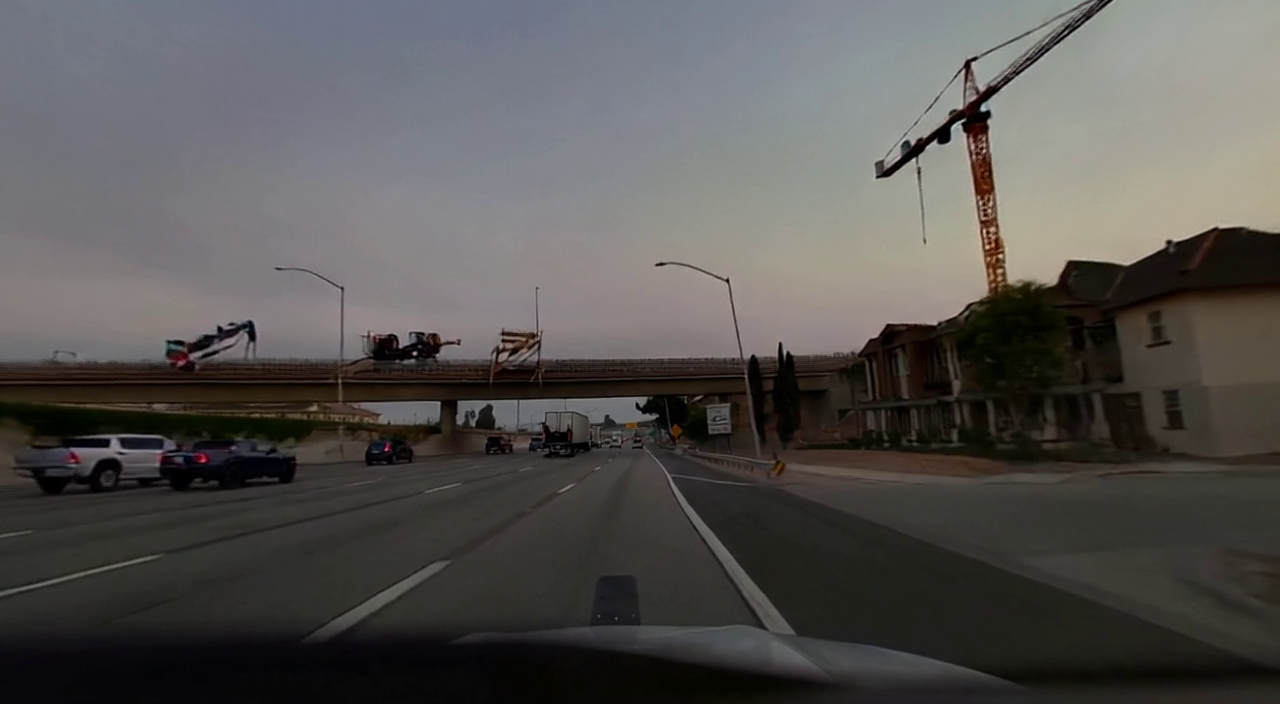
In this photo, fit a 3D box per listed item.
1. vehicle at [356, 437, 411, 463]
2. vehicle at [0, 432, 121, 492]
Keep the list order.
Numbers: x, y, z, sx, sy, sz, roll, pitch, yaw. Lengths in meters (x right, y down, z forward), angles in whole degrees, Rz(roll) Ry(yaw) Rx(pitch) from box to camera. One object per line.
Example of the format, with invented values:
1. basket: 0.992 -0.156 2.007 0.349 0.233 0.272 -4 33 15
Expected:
1. vehicle: -18.305 7.015 45.342 1.932 1.752 4.541 0 -9 1
2. vehicle: -18.403 3.265 19.001 1.866 1.609 4.315 0 -9 0
